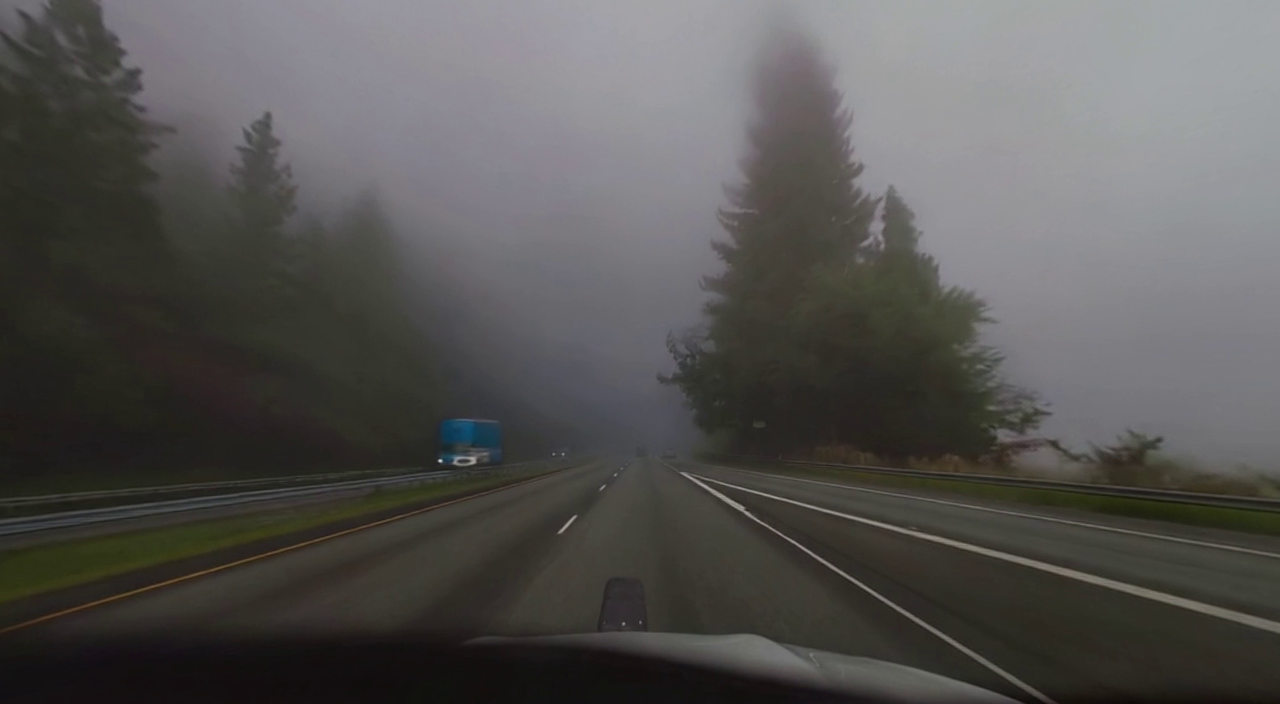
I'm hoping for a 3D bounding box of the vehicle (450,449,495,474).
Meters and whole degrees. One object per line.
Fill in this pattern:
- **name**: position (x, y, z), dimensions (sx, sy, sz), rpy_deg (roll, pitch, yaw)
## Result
- **vehicle**: position (-10.306, 6.781, 39.051), dimensions (1.696, 1.442, 3.589), rpy_deg (0, -9, 1)
